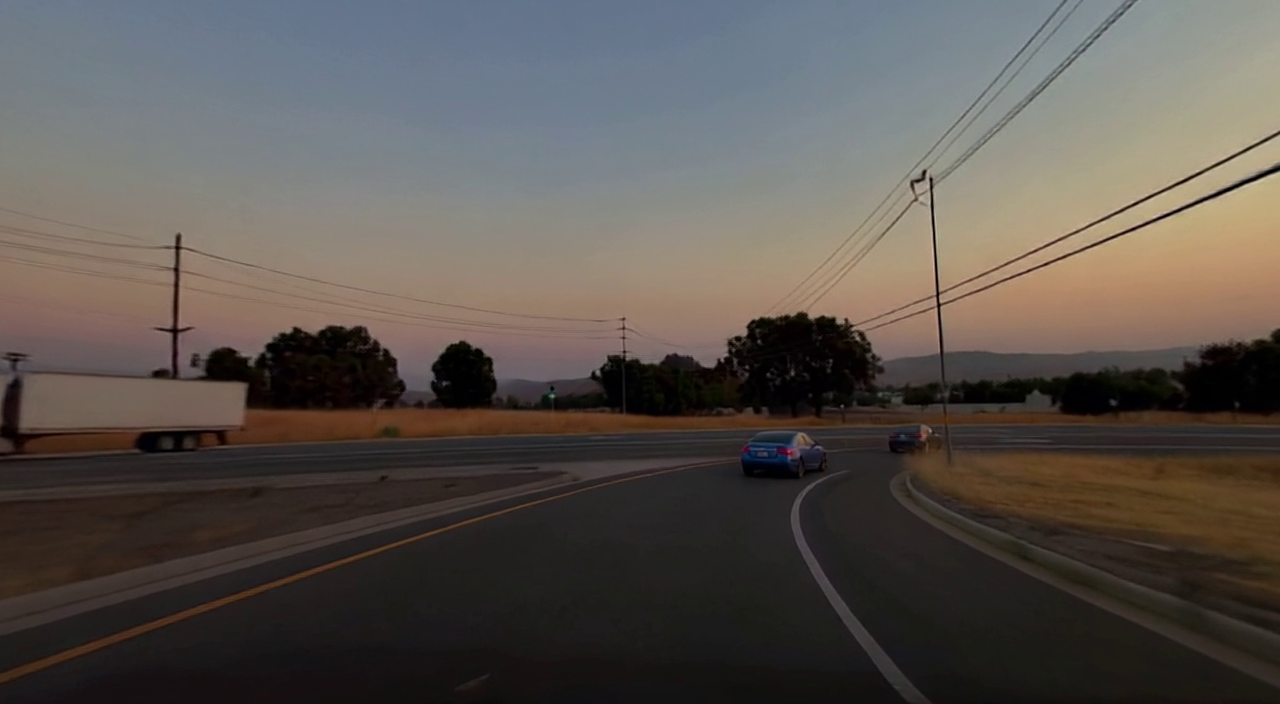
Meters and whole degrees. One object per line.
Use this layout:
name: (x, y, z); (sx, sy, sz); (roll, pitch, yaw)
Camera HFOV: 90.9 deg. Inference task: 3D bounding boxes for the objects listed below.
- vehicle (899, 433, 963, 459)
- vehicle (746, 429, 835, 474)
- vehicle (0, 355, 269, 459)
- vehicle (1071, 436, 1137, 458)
vehicle: (17.672, 5.669, 38.252); (4.307, 1.465, 1.836); (7, -11, -41)
vehicle: (5.427, 3.494, 22.372); (2.026, 1.407, 4.374); (-4, -9, 27)
vehicle: (-22.614, 2.695, 28.570); (2.808, 3.992, 9.356); (-8, -11, 44)
vehicle: (34.667, 7.095, 47.099); (4.102, 1.552, 1.931); (3, -9, -21)
